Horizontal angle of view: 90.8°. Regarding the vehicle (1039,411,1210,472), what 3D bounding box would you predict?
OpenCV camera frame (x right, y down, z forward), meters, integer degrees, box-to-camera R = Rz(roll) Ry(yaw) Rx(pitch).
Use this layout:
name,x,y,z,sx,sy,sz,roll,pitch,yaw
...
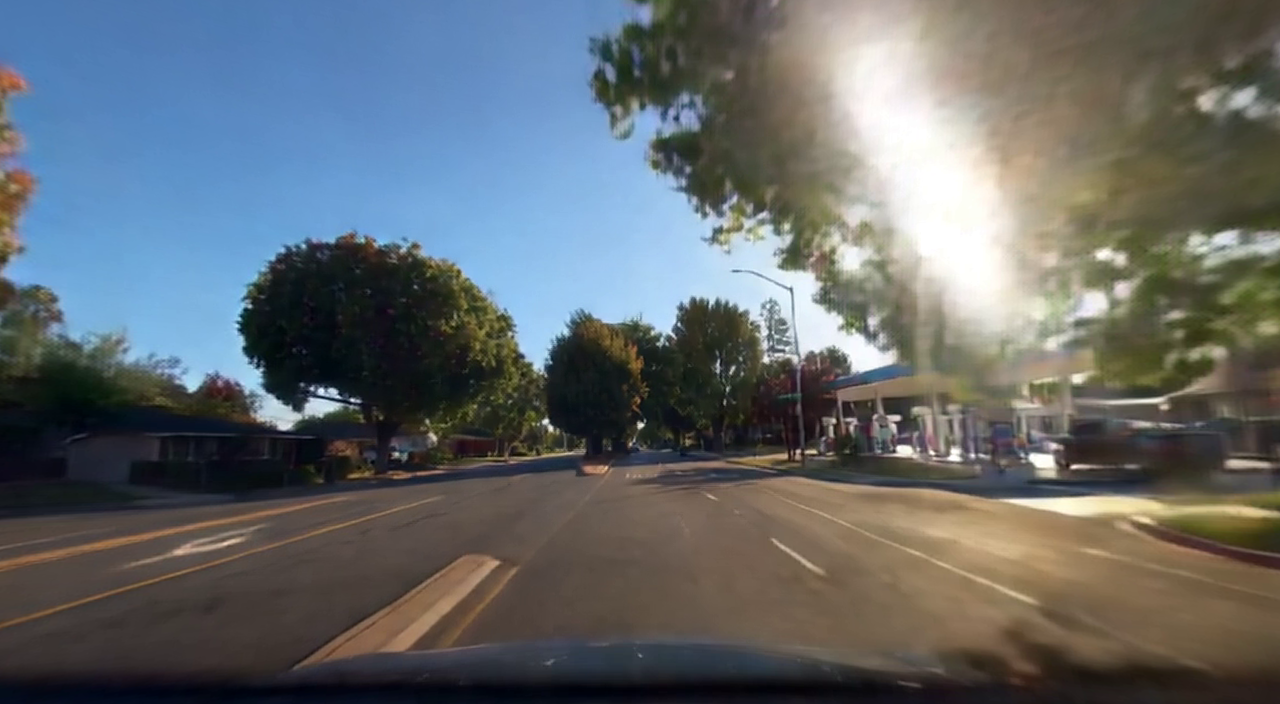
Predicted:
name,x,y,z,sx,sy,sz,roll,pitch,yaw
vehicle,17.366,3.231,23.093,2.314,1.921,5.069,-1,-7,2
